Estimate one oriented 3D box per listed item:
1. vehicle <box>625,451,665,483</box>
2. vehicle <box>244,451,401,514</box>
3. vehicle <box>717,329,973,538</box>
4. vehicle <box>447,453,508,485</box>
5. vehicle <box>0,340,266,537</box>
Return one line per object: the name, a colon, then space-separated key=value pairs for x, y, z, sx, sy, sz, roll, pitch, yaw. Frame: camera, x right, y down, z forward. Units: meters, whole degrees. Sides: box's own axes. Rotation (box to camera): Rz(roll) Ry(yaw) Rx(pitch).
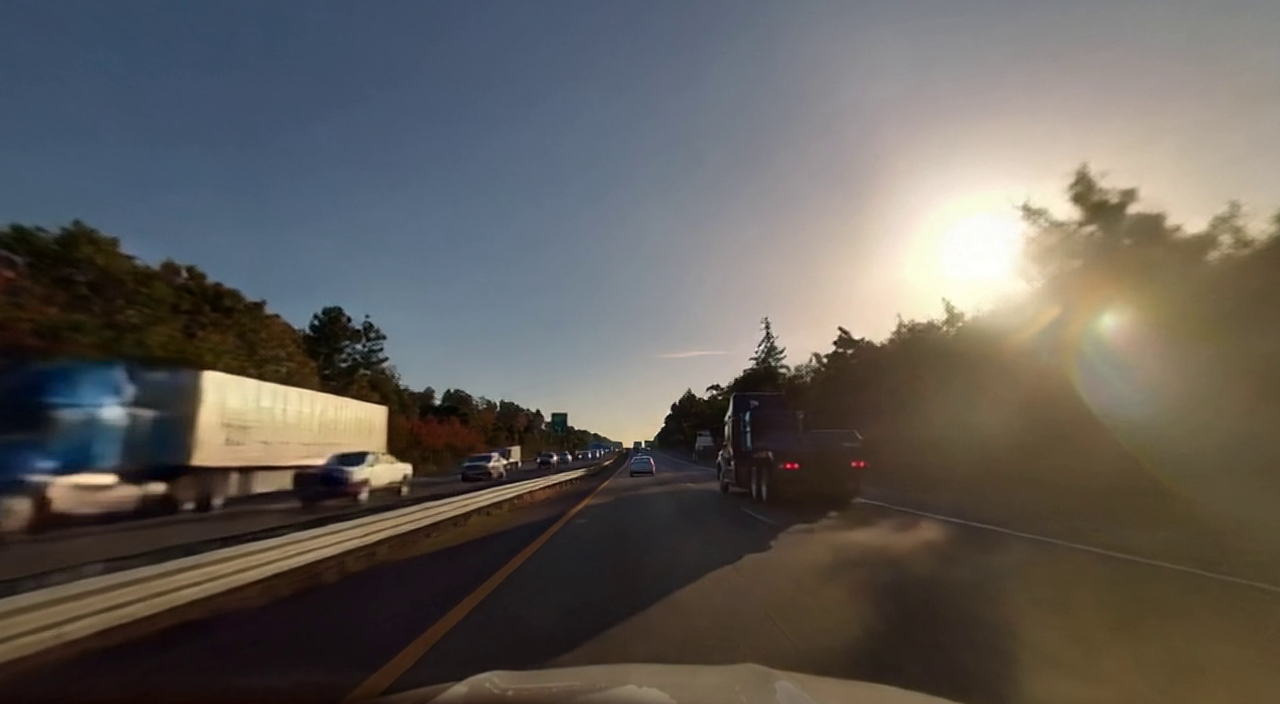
vehicle: x=0.233 y=5.827 z=32.212 sx=1.939 sy=1.495 sz=3.612 roll=0 pitch=-9 yaw=0
vehicle: x=-8.420 y=3.475 z=17.297 sx=2.005 sy=1.472 sz=4.461 roll=0 pitch=-9 yaw=0
vehicle: x=4.325 y=2.345 z=17.210 sx=2.885 sy=3.679 sz=12.102 roll=0 pitch=-9 yaw=0
vehicle: x=-8.293 y=5.998 z=32.533 sx=2.012 sy=1.487 sz=4.378 roll=0 pitch=-9 yaw=0
vehicle: x=-12.838 y=2.194 z=15.855 sx=2.987 sy=3.993 sz=5.925 roll=0 pitch=-9 yaw=0
